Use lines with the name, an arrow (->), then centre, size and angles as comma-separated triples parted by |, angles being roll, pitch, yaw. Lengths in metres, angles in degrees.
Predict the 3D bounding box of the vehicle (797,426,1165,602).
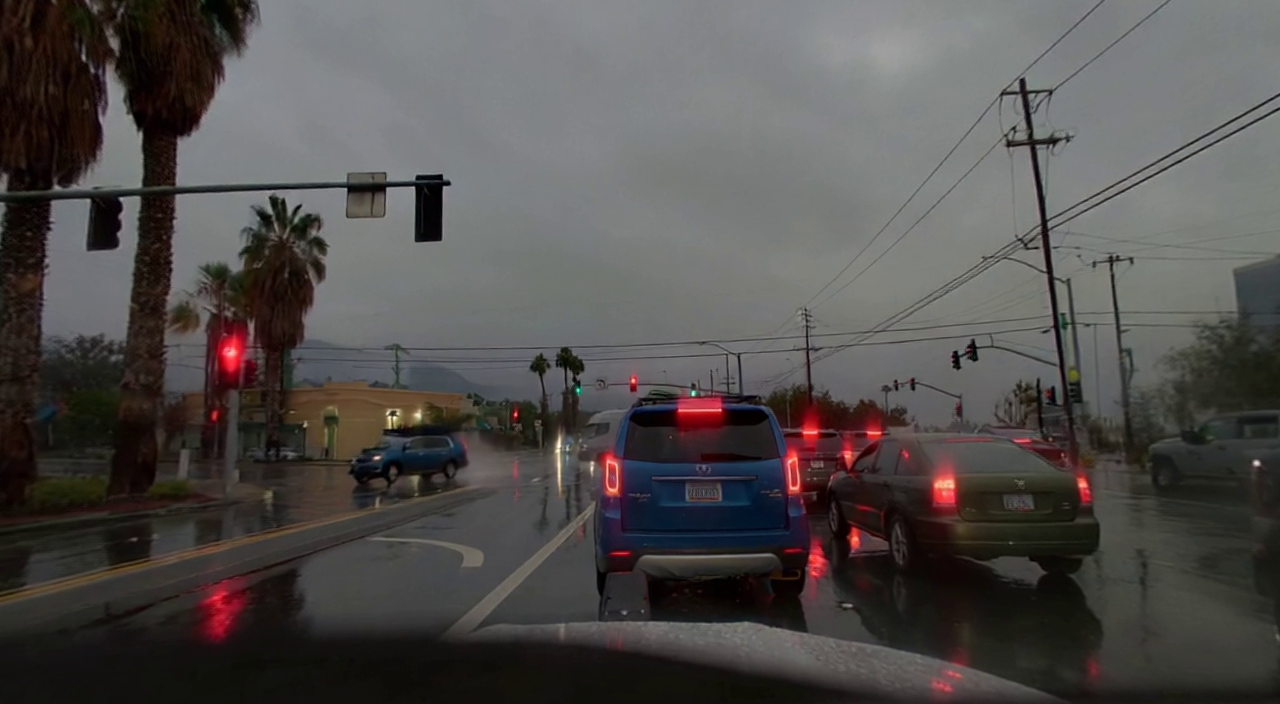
vehicle -> 3.426, 1.689, 7.509 | 1.895, 1.456, 4.255 | 0, -9, -2

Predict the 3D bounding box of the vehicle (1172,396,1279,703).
vehicle -> 3.348, 0.652, 0.658 | 1.805, 1.485, 4.348 | 0, -9, 1

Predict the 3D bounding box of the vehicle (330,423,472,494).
vehicle -> -9.955, 4.502, 27.015 | 2.230, 2.653, 5.869 | -3, -9, 20

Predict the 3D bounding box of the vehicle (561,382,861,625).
vehicle -> 0.449, 1.435, 6.888 | 2.228, 1.780, 4.269 | 0, -9, -2
